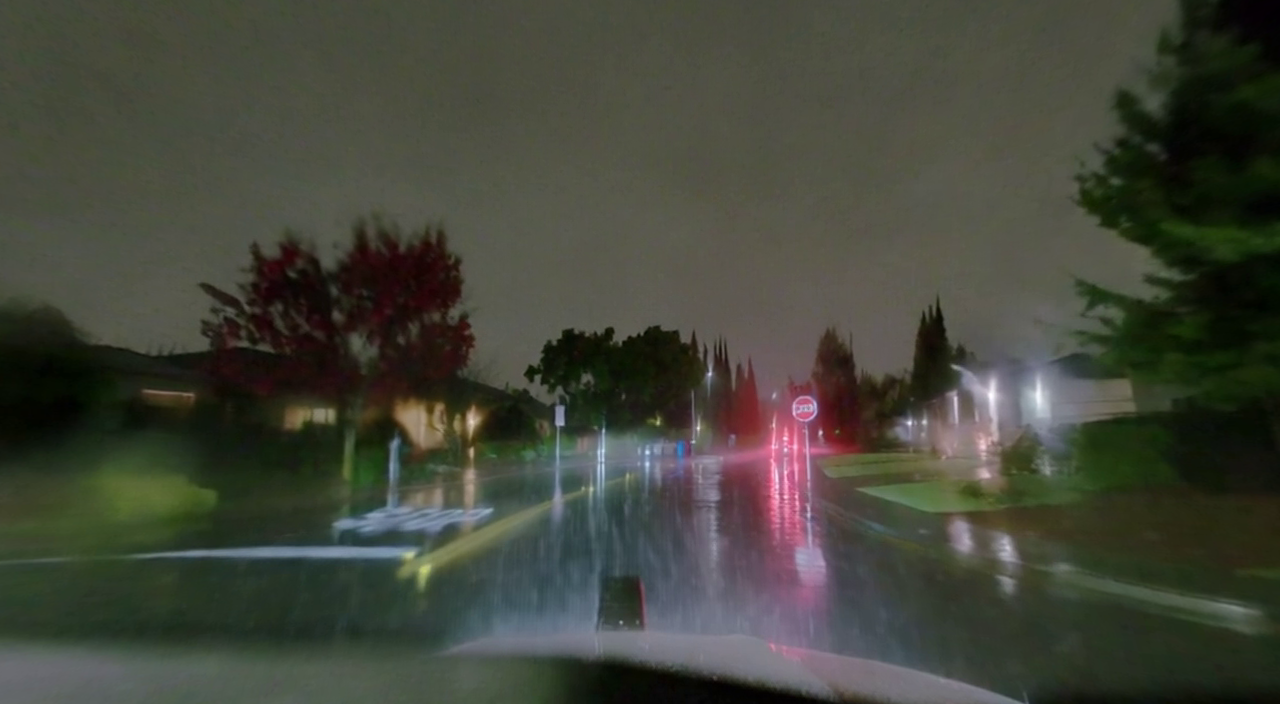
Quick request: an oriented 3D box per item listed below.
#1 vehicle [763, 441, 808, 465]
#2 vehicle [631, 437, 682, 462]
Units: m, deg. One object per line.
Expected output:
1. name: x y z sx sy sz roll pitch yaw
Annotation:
1. vehicle: 9.703 6.665 41.819 2.045 1.478 4.914 -4 -9 22
2. vehicle: 1.299 7.274 47.266 2.030 1.696 4.828 -4 -9 24
